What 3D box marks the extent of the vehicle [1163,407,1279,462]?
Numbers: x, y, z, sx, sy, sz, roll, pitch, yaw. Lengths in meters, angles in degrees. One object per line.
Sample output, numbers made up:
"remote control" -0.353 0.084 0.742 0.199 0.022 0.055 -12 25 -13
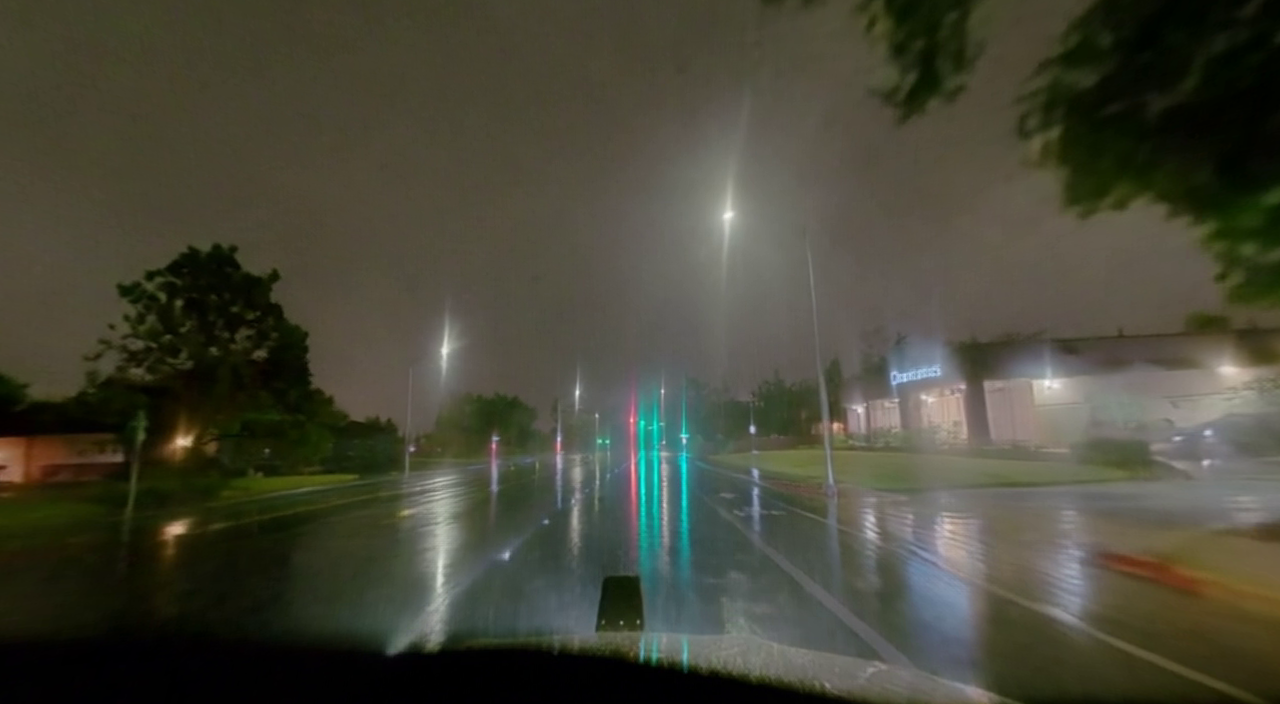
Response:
"vehicle" 18.374 2.476 18.714 1.826 1.492 4.417 0 -9 -2
